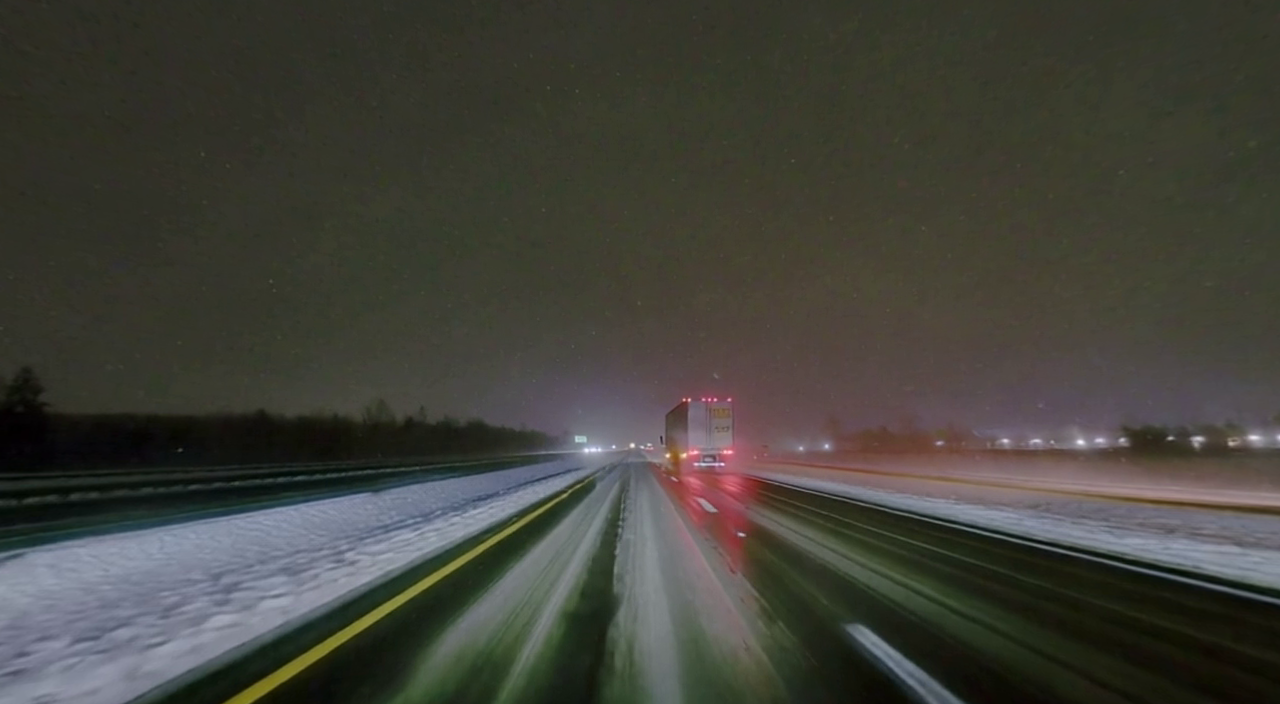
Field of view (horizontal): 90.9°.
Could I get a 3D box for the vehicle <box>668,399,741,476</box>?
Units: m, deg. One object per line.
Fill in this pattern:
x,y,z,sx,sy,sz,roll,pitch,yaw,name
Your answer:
3.749,5.503,39.885,3.175,4.103,11.612,0,-9,-1,vehicle
